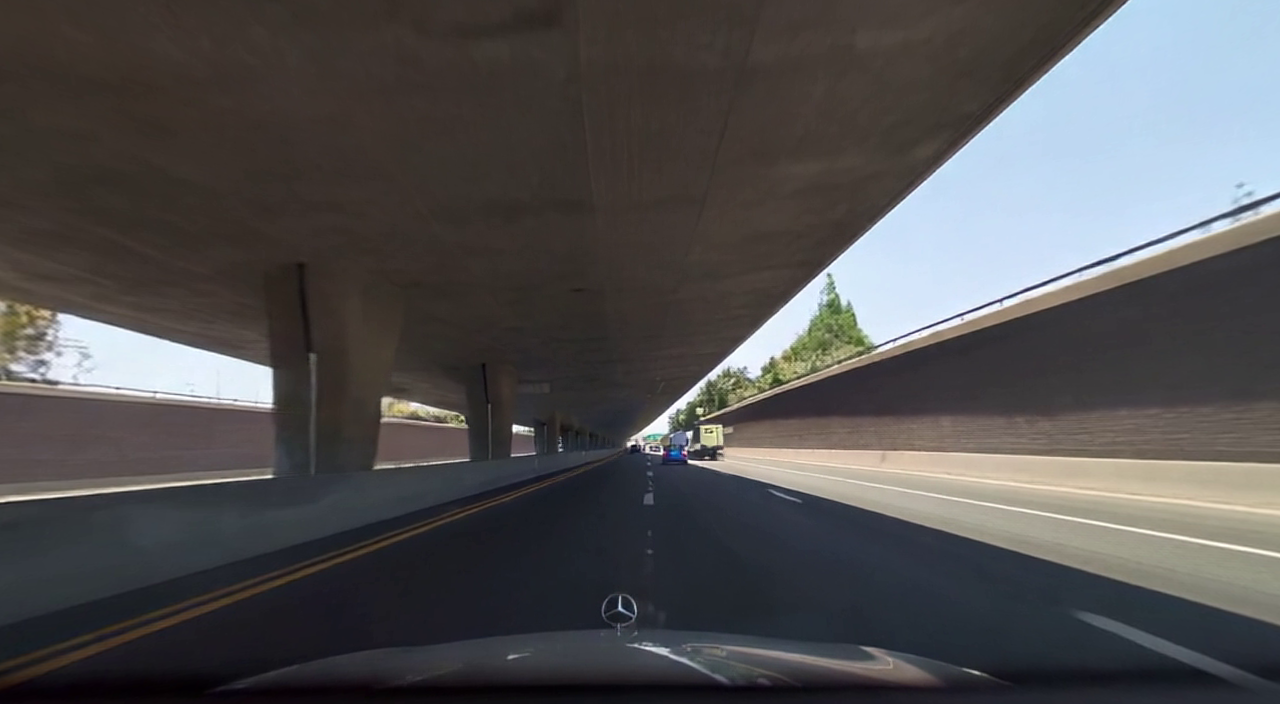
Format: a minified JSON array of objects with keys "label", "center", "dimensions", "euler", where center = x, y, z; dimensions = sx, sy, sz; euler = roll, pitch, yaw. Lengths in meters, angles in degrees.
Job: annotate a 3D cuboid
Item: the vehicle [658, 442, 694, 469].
[{"label":"vehicle","center":[2.247,6.542,39.763],"dimensions":[1.970,1.560,4.182],"euler":[0,-9,-1]}]
